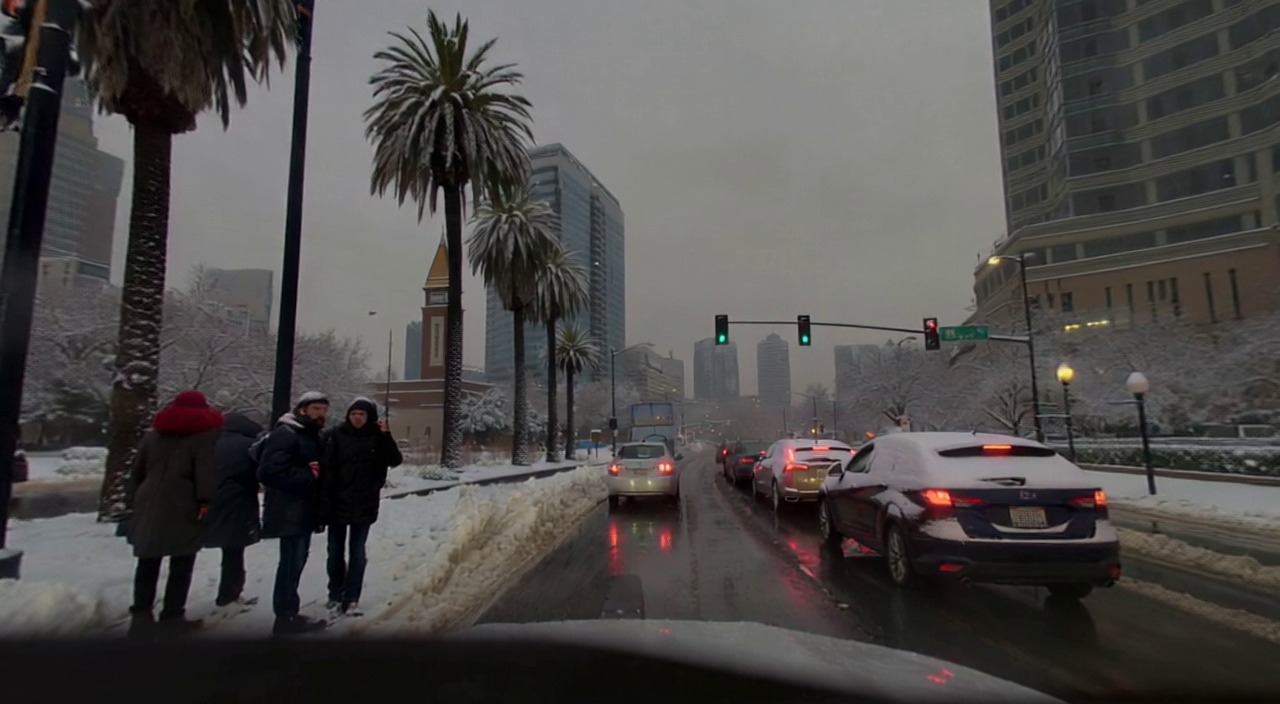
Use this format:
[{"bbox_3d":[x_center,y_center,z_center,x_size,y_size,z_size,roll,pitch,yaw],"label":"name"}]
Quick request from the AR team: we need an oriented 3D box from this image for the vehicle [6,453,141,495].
[{"bbox_3d":[-26.689,5.716,29.946,2.105,1.793,4.812,0,-9,-3],"label":"vehicle"}]

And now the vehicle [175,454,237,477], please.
[{"bbox_3d":[-33.714,8.793,49.031,1.907,1.690,4.456,1,-9,-5],"label":"vehicle"}]

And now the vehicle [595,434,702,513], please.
[{"bbox_3d":[0.186,2.610,13.970,2.048,1.503,3.681,0,-9,1],"label":"vehicle"}]

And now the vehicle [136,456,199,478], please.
[{"bbox_3d":[-36.834,8.978,49.207,1.700,1.527,4.445,1,-9,-4],"label":"vehicle"}]

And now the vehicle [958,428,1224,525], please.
[{"bbox_3d":[8.180,2.276,12.056,1.859,1.508,4.259,0,-9,-1],"label":"vehicle"}]

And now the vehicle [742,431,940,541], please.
[{"bbox_3d":[3.100,2.164,10.839,1.913,1.469,4.425,0,-9,0],"label":"vehicle"}]
